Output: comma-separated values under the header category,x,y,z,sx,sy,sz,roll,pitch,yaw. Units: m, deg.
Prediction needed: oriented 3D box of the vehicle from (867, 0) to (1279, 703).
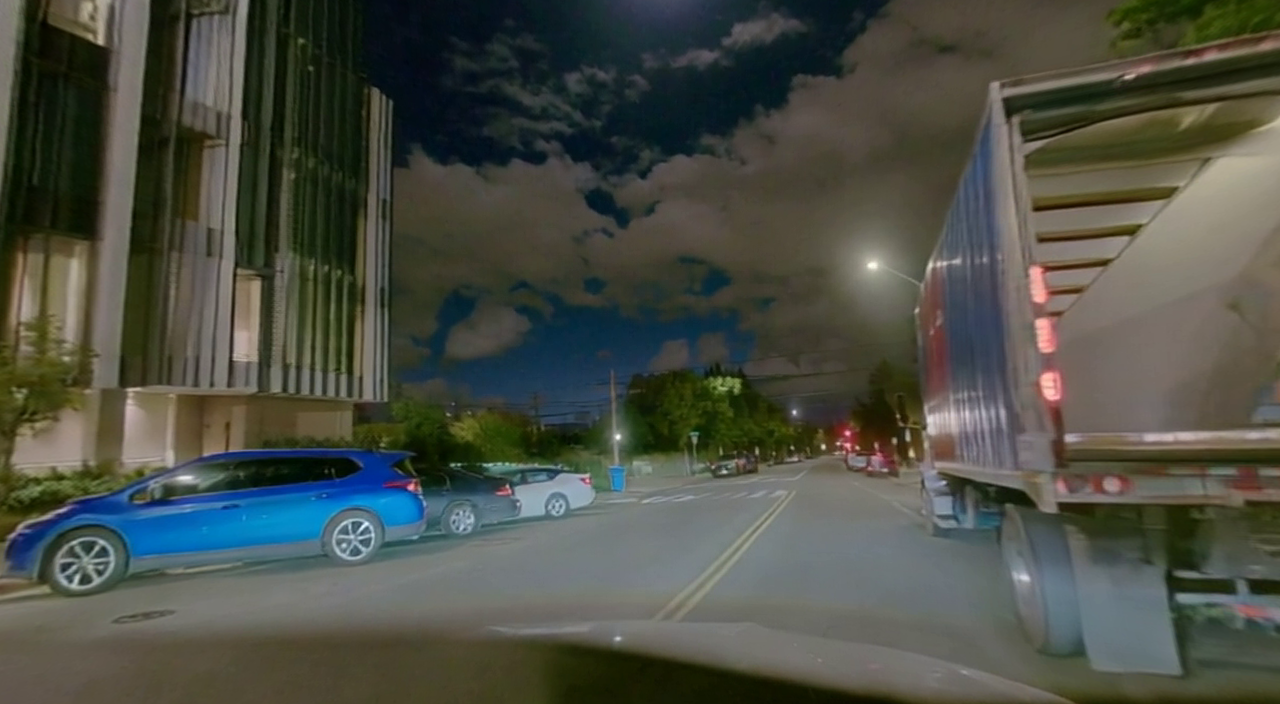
category,x,y,z,sx,sy,sz,roll,pitch,yaw
vehicle,5.149,0.660,8.866,3.320,4.034,11.553,-3,-9,19

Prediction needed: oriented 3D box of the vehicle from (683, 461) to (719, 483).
category,x,y,z,sx,sy,sz,roll,pitch,yaw
vehicle,4.660,9.075,47.717,1.798,1.459,4.306,-3,-9,17

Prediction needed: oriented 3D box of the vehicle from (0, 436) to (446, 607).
category,x,y,z,sx,sy,sz,roll,pitch,yaw
vehicle,-5.599,2.177,9.012,5.022,1.872,2.137,4,-10,-27
